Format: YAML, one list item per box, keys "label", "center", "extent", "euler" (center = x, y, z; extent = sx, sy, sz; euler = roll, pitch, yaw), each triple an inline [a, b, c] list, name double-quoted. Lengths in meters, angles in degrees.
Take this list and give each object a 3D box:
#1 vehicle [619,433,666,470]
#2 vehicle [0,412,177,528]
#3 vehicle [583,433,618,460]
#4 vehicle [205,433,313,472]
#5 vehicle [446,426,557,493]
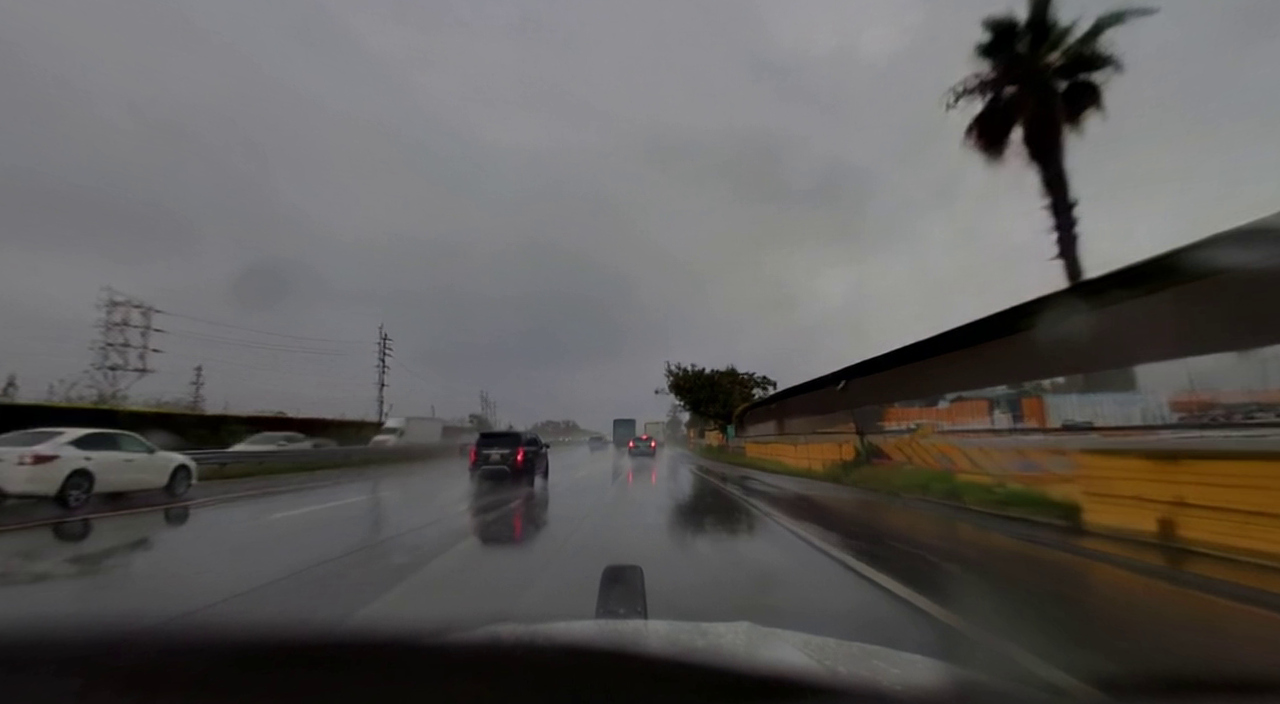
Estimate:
- label: "vehicle"
  center: [0.177, 4.850, 31.042]
  extent: [2.136, 1.678, 4.052]
  euler: [-1, -8, 2]
- label: "vehicle"
  center: [-11.070, 2.054, 11.276]
  extent: [2.007, 1.815, 4.558]
  euler: [-1, -8, 1]
- label: "vehicle"
  center: [-3.042, 7.356, 49.317]
  extent: [2.203, 1.958, 4.848]
  euler: [-1, -8, 3]
- label: "vehicle"
  center: [-17.456, 4.599, 29.215]
  extent: [2.045, 1.637, 4.560]
  euler: [-1, -8, 2]
- label: "vehicle"
  center: [-3.941, 3.147, 18.862]
  extent: [2.108, 1.740, 4.549]
  euler: [-1, -8, 2]
